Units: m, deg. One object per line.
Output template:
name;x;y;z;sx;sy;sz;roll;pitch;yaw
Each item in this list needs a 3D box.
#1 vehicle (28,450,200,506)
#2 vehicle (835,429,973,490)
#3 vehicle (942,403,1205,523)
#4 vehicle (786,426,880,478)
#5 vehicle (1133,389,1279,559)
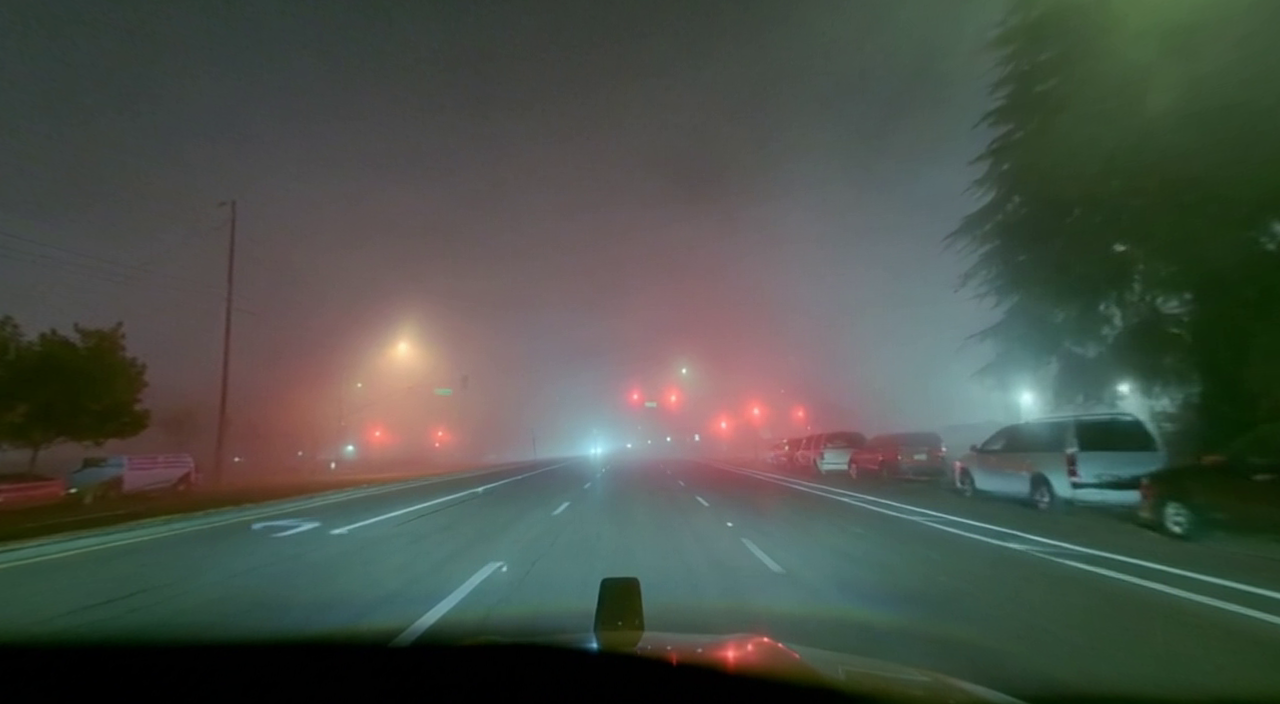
vehicle;-22.287;5.312;27.267;2.328;1.929;6.055;-4;-9;0
vehicle;7.892;3.267;19.488;1.987;1.628;4.712;0;-9;-3
vehicle;8.135;2.136;12.591;1.870;1.912;4.657;0;-9;0
vehicle;7.650;4.054;25.698;2.130;1.877;5.334;0;-9;0
vehicle;7.960;1.239;6.327;2.034;1.822;4.953;0;-9;0
